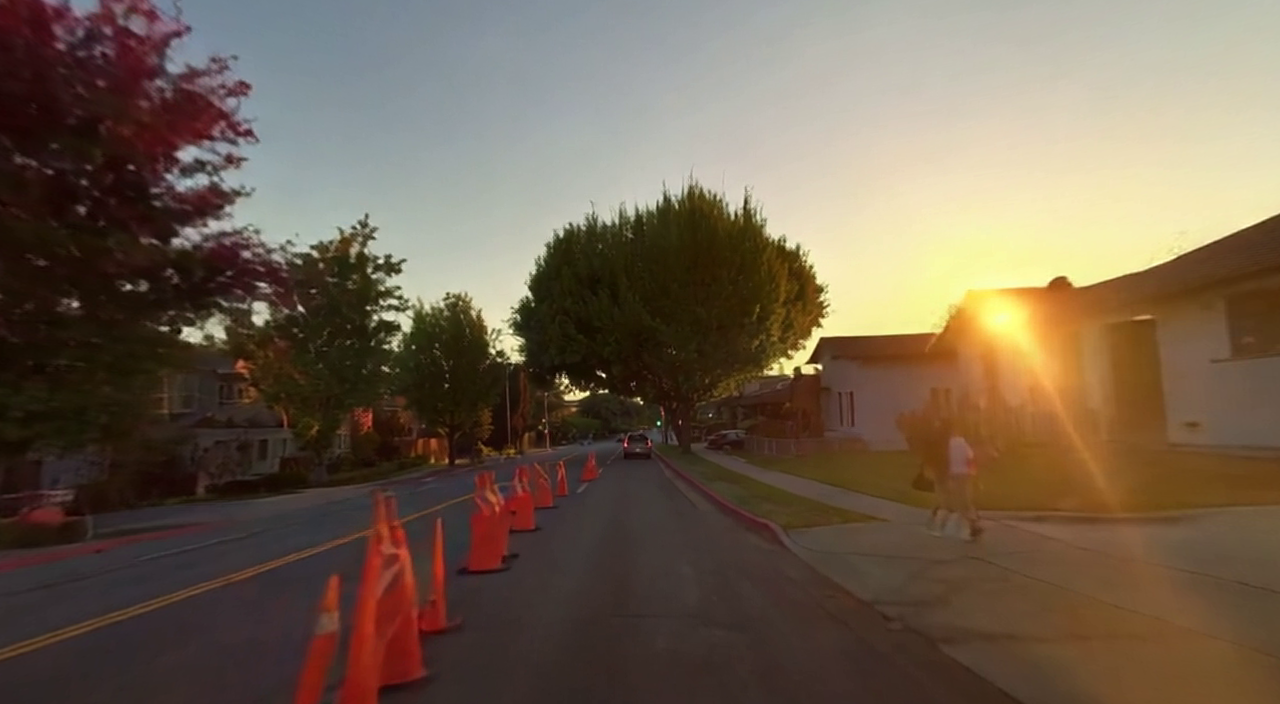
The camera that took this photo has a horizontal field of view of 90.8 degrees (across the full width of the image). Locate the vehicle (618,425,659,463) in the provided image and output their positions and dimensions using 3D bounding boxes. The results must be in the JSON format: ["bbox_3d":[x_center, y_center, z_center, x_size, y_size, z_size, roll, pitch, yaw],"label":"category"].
[{"bbox_3d":[-0.156,5.338,36.595,2.169,2.015,5.206,0,-9,-2],"label":"vehicle"}]

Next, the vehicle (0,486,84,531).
[{"bbox_3d":[-25.423,6.371,25.930,4.314,1.583,1.779,-4,-10,18],"label":"vehicle"}]
